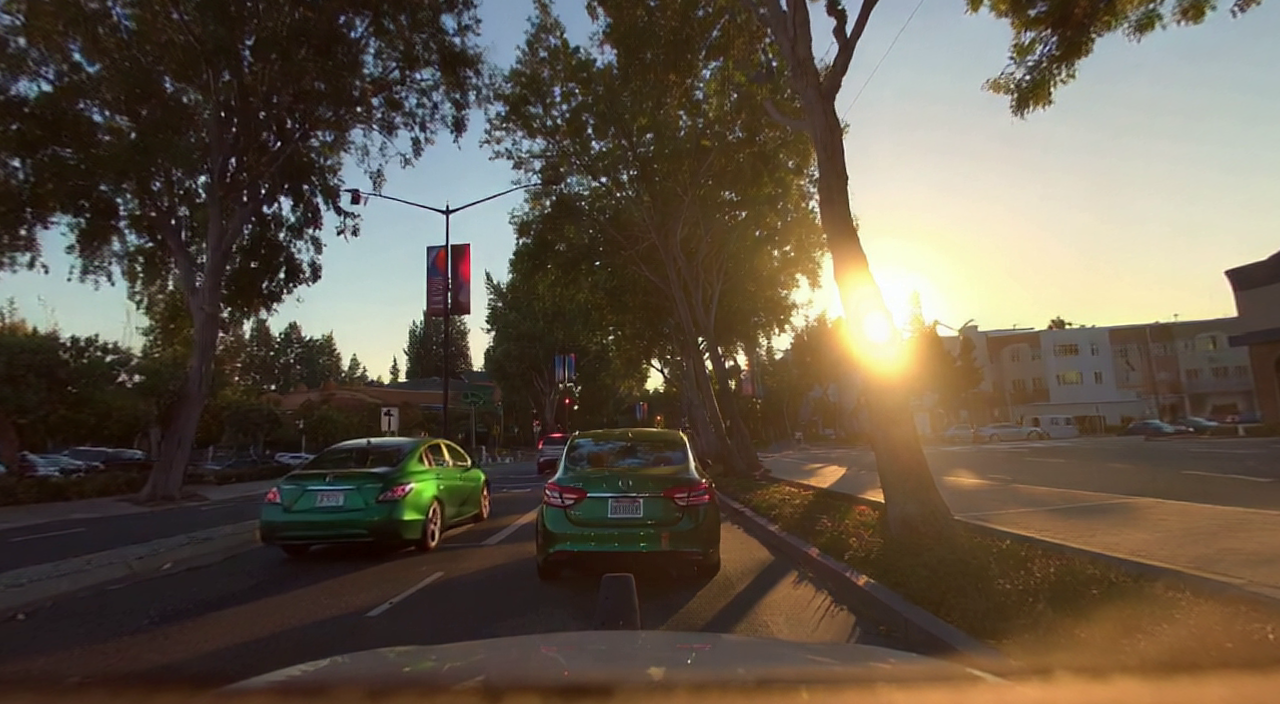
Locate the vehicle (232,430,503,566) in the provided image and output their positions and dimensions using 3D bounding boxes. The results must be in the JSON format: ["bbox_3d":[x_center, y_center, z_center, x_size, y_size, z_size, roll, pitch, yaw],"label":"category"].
[{"bbox_3d":[-3.504,1.950,9.265,1.961,1.487,4.453,0,-8,0],"label":"vehicle"}]

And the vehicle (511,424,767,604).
[{"bbox_3d":[-0.061,1.641,7.308,2.126,1.475,3.967,0,-8,-2],"label":"vehicle"}]
